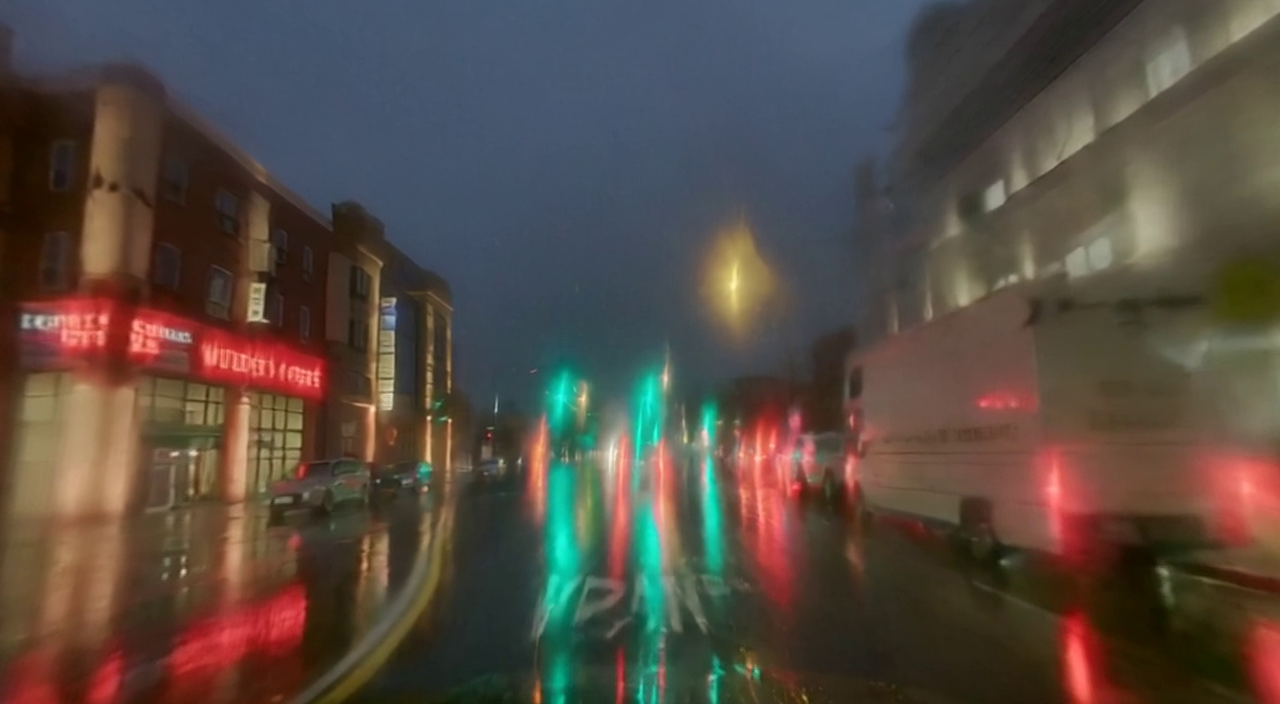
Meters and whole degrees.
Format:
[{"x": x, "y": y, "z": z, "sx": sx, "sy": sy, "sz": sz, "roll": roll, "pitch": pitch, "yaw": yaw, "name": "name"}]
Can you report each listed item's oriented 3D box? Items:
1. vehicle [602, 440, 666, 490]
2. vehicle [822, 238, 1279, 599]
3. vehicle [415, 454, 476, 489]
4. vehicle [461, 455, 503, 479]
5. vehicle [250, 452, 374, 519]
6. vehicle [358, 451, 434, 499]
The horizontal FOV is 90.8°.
[{"x": -0.217, "y": 4.001, "z": 22.703, "sx": 2.086, "sy": 1.575, "sz": 4.205, "roll": 0, "pitch": -9, "yaw": 0, "name": "vehicle"}, {"x": 5.444, "y": 1.127, "z": 9.859, "sx": 2.893, "sy": 3.553, "sz": 7.295, "roll": 0, "pitch": -9, "yaw": -1, "name": "vehicle"}, {"x": -11.196, "y": 6.886, "z": 36.658, "sx": 1.920, "sy": 1.498, "sz": 4.591, "roll": -4, "pitch": -6, "yaw": 2, "name": "vehicle"}, {"x": -11.188, "y": 8.126, "z": 44.958, "sx": 1.868, "sy": 1.502, "sz": 4.626, "roll": 0, "pitch": -9, "yaw": -1, "name": "vehicle"}, {"x": -11.305, "y": 4.560, "z": 22.148, "sx": 2.055, "sy": 1.685, "sz": 4.370, "roll": -5, "pitch": -6, "yaw": -1, "name": "vehicle"}, {"x": -11.461, "y": 5.772, "z": 30.052, "sx": 1.872, "sy": 1.731, "sz": 4.656, "roll": -4, "pitch": -6, "yaw": -2, "name": "vehicle"}]
